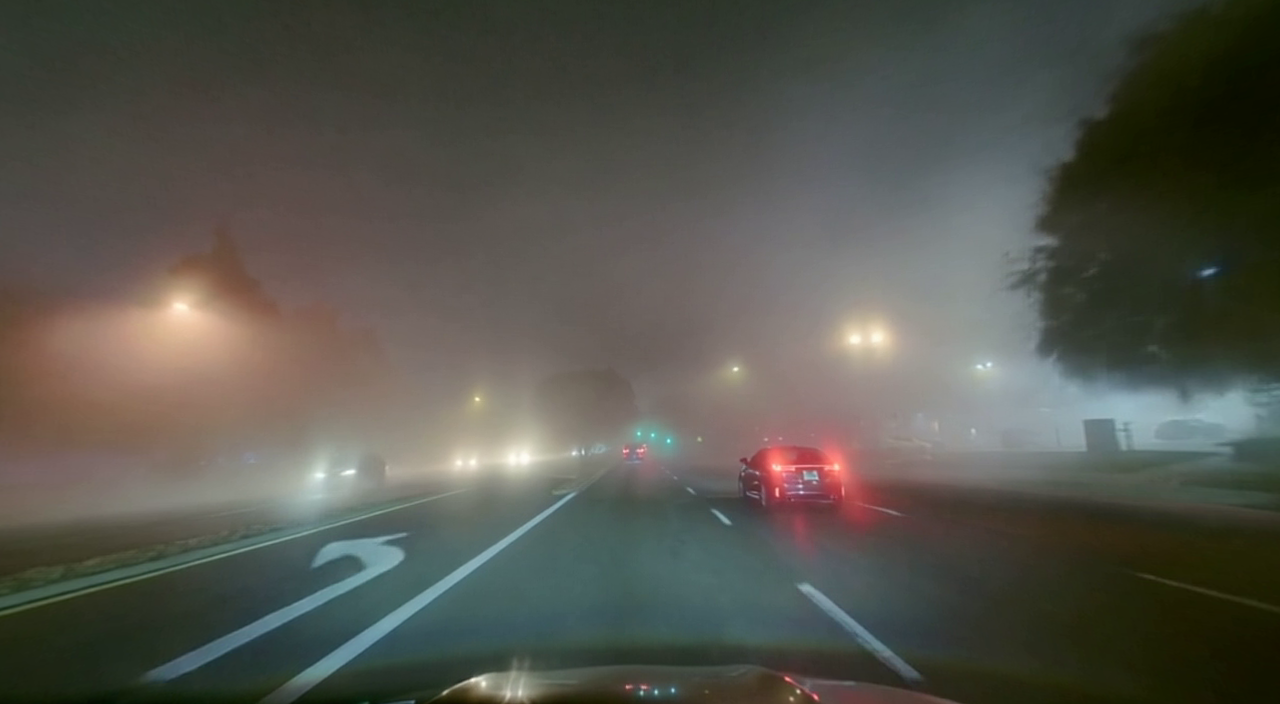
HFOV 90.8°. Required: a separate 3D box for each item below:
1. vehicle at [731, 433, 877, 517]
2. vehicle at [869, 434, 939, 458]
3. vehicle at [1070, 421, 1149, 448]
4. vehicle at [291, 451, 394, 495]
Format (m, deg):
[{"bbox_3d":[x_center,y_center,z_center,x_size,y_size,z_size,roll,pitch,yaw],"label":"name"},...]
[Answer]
[{"bbox_3d":[3.520,2.737,14.631,1.995,1.616,4.729,0,-9,-1],"label":"vehicle"},{"bbox_3d":[19.969,7.142,47.881,4.376,1.735,1.854,0,-9,-2],"label":"vehicle"},{"bbox_3d":[35.612,6.313,48.017,4.356,1.913,2.003,-1,-8,-2],"label":"vehicle"},{"bbox_3d":[-12.470,5.066,26.883,2.044,1.631,4.777,0,-9,0],"label":"vehicle"}]
